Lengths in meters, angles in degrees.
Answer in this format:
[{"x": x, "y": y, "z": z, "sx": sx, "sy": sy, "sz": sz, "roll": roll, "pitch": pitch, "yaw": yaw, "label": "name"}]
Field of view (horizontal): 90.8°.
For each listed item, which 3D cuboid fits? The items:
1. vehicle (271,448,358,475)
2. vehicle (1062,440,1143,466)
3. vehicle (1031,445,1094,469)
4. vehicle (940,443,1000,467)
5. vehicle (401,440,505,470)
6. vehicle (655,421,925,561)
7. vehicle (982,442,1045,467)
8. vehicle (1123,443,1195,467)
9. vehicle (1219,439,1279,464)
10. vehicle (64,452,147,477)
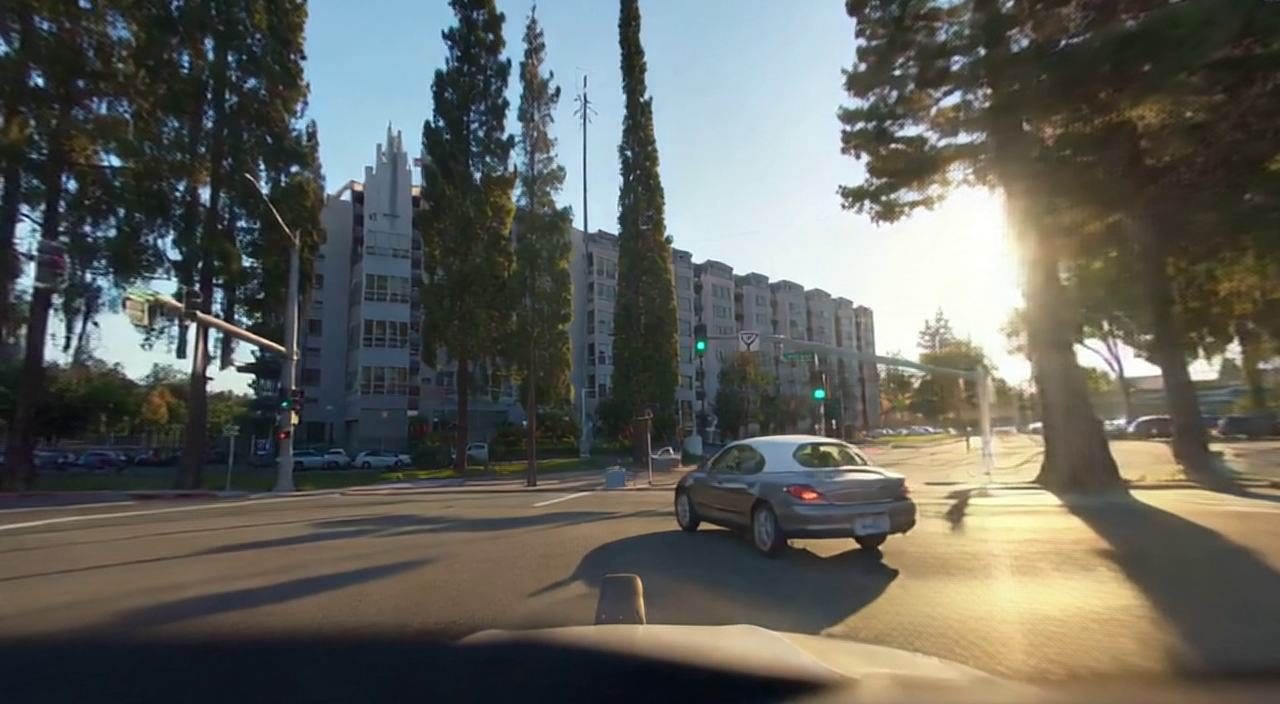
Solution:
[{"x": -19.359, "y": 6.494, "z": 37.658, "sx": 4.207, "sy": 1.508, "sz": 1.875, "roll": -1, "pitch": -8, "yaw": 5, "label": "vehicle"}, {"x": 28.552, "y": 6.255, "z": 39.199, "sx": 2.039, "sy": 1.501, "sz": 4.231, "roll": 0, "pitch": -8, "yaw": 5, "label": "vehicle"}, {"x": 26.230, "y": 6.500, "z": 39.319, "sx": 1.817, "sy": 1.361, "sz": 3.253, "roll": 0, "pitch": -8, "yaw": 4, "label": "vehicle"}, {"x": 20.673, "y": 6.450, "z": 39.765, "sx": 1.970, "sy": 1.449, "sz": 3.604, "roll": 0, "pitch": -8, "yaw": 4, "label": "vehicle"}, {"x": -12.074, "y": 6.636, "z": 40.971, "sx": 6.021, "sy": 1.868, "sz": 2.172, "roll": 0, "pitch": -8, "yaw": 3, "label": "vehicle"}, {"x": 1.839, "y": 1.873, "z": 9.367, "sx": 1.903, "sy": 1.529, "sz": 4.254, "roll": 3, "pitch": -9, "yaw": -18, "label": "vehicle"}, {"x": 23.579, "y": 6.447, "z": 40.024, "sx": 1.997, "sy": 1.495, "sz": 3.504, "roll": 0, "pitch": -8, "yaw": 5, "label": "vehicle"}, {"x": 31.627, "y": 6.241, "z": 38.586, "sx": 1.746, "sy": 1.391, "sz": 3.360, "roll": -1, "pitch": -8, "yaw": 7, "label": "vehicle"}, {"x": 37.332, "y": 6.021, "z": 38.032, "sx": 1.649, "sy": 1.463, "sz": 3.507, "roll": 0, "pitch": -10, "yaw": 3, "label": "vehicle"}, {"x": -33.871, "y": 7.117, "z": 40.191, "sx": 1.709, "sy": 1.410, "sz": 3.945, "roll": 0, "pitch": -8, "yaw": 2, "label": "vehicle"}]
